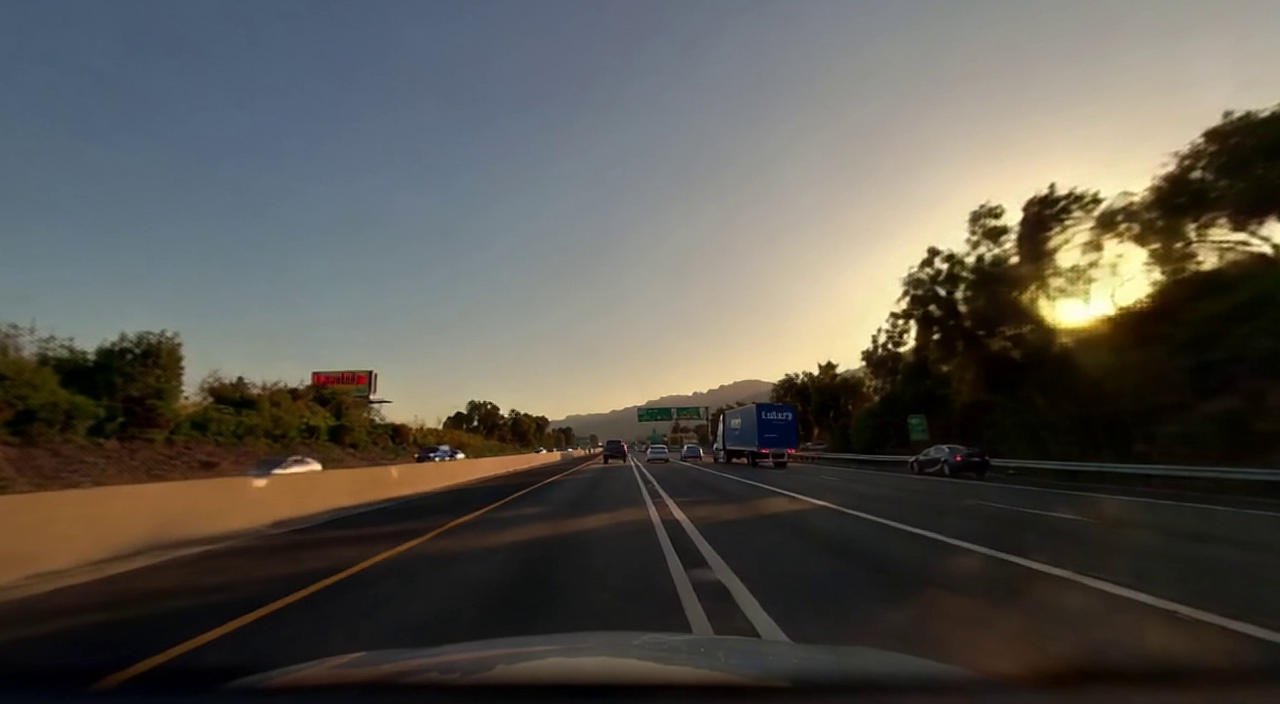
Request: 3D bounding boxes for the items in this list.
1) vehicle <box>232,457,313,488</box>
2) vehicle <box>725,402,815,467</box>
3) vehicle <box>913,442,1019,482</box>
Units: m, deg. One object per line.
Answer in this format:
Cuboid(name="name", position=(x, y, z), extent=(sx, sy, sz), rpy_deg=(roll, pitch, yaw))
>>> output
Cuboid(name="vehicle", position=(-20.891, 6.839, 36.159), extent=(1.898, 1.587, 4.566), rpy_deg=(0, -9, -1))
Cuboid(name="vehicle", position=(9.414, 6.482, 48.651), extent=(2.892, 4.128, 16.495), rpy_deg=(0, -9, -2))
Cuboid(name="vehicle", position=(13.166, 4.448, 25.855), extent=(1.862, 1.462, 4.459), rpy_deg=(0, -9, -2))
